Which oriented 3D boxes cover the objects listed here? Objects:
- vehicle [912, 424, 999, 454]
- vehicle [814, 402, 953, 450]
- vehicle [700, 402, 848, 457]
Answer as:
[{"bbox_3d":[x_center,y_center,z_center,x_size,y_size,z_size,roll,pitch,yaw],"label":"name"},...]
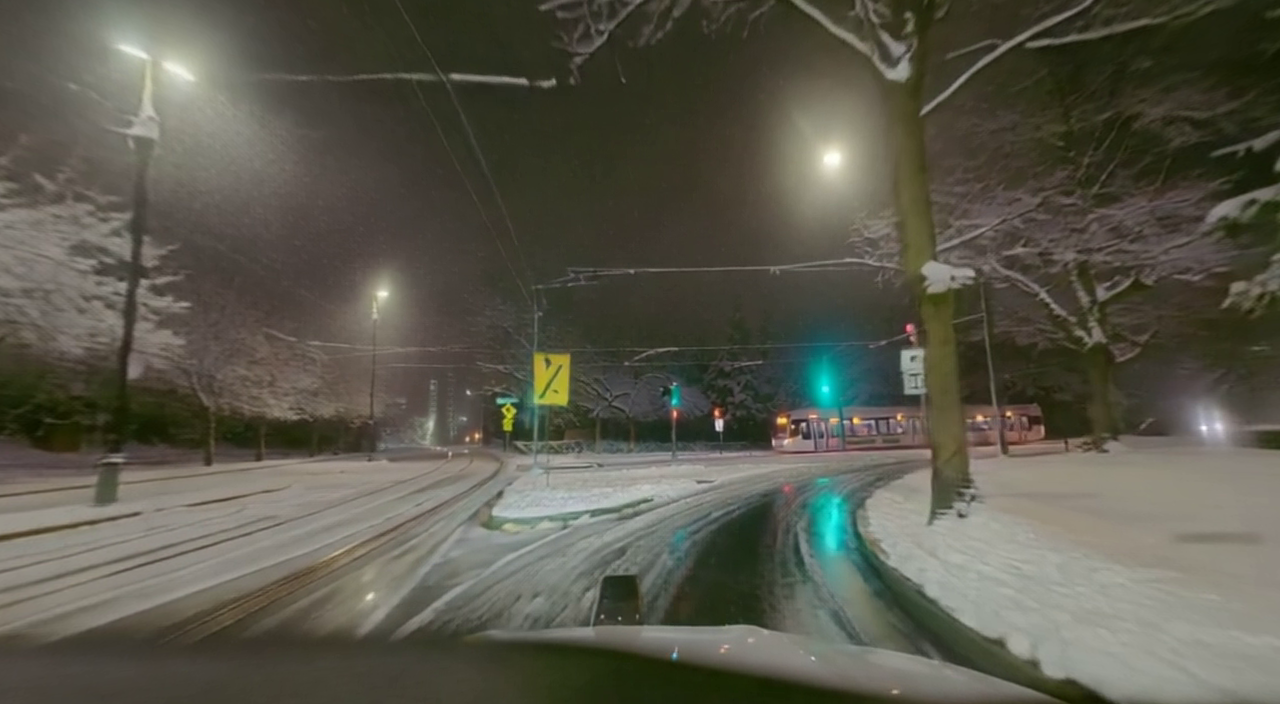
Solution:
[{"bbox_3d":[19.690,5.449,39.110,4.687,1.760,2.028,3,-9,-18],"label":"vehicle"},{"bbox_3d":[19.156,5.865,49.253,10.440,3.509,2.903,2,-8,-16],"label":"vehicle"},{"bbox_3d":[9.857,5.782,46.181,10.391,3.725,2.904,2,-9,-15],"label":"vehicle"}]
